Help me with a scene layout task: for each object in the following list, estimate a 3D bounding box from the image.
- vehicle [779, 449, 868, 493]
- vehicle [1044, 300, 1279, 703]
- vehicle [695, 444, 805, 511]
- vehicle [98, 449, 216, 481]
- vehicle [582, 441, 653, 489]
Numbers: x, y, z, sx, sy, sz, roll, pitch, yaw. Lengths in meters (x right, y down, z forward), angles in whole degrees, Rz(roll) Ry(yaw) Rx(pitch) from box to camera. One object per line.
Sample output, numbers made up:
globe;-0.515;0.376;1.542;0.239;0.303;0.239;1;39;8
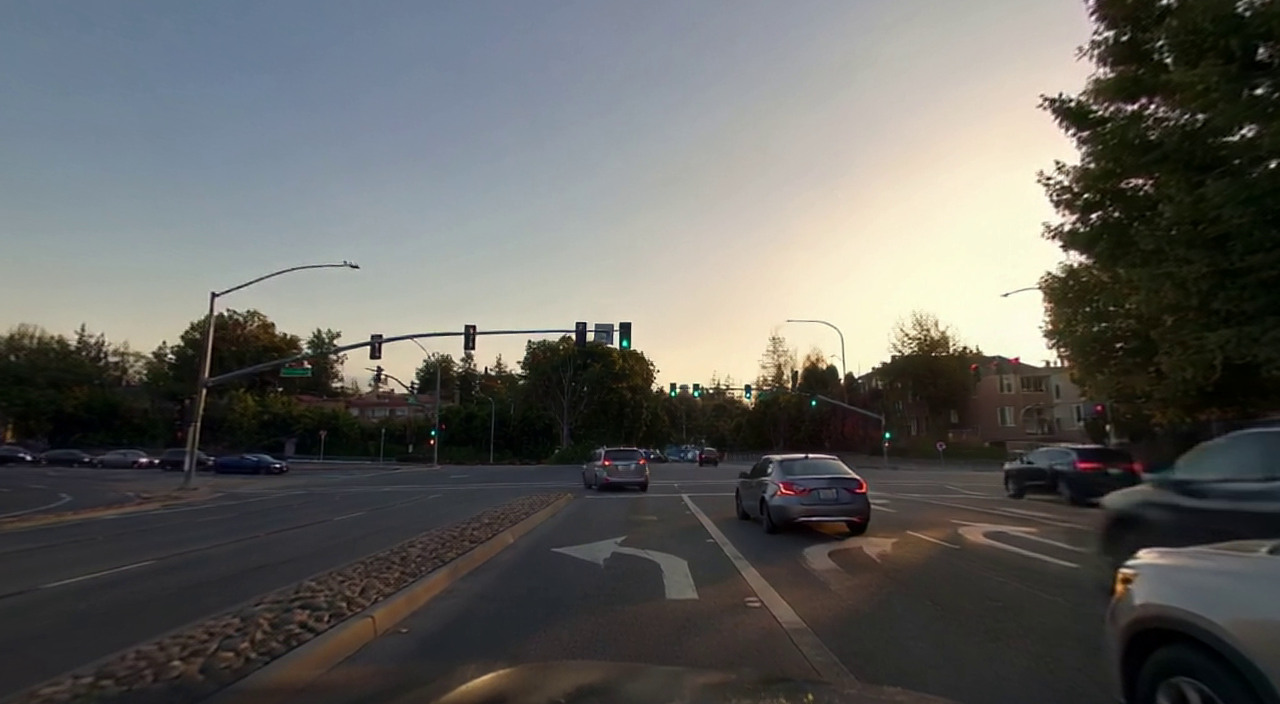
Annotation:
vehicle;6.570;4.289;23.127;1.900;1.440;4.466;0;-9;0
vehicle;2.855;0.524;0.410;2.115;1.737;4.642;0;-9;1
vehicle;2.662;3.164;16.437;2.009;1.480;4.423;0;-9;-1
vehicle;-26.307;6.138;34.447;4.724;1.630;1.968;0;-9;-2
vehicle;-0.985;4.407;24.942;2.099;1.705;4.020;2;-9;-12
